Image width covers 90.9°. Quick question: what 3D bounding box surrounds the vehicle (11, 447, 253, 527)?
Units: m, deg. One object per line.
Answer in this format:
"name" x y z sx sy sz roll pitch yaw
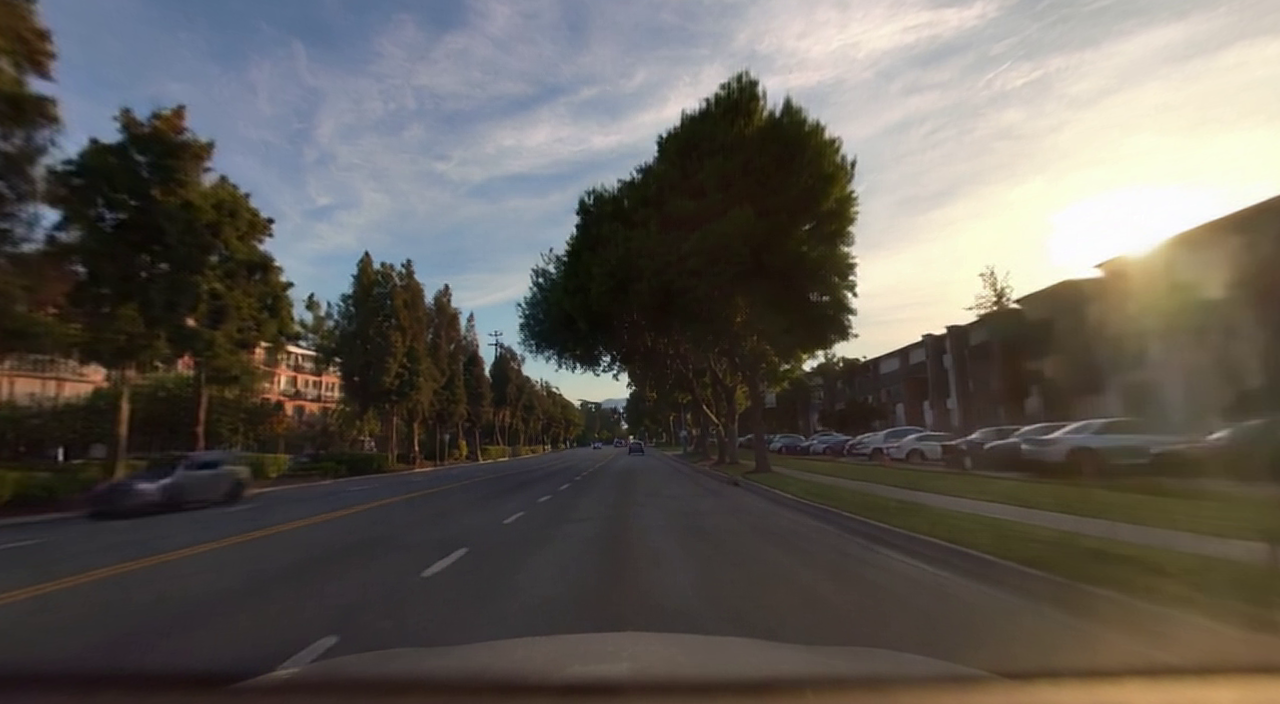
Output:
"vehicle" -11.949 3.147 15.398 2.096 1.509 4.666 -2 -8 -1

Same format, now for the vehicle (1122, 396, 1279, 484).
"vehicle" 13.748 1.945 13.954 4.482 1.779 2.004 0 -8 -3
